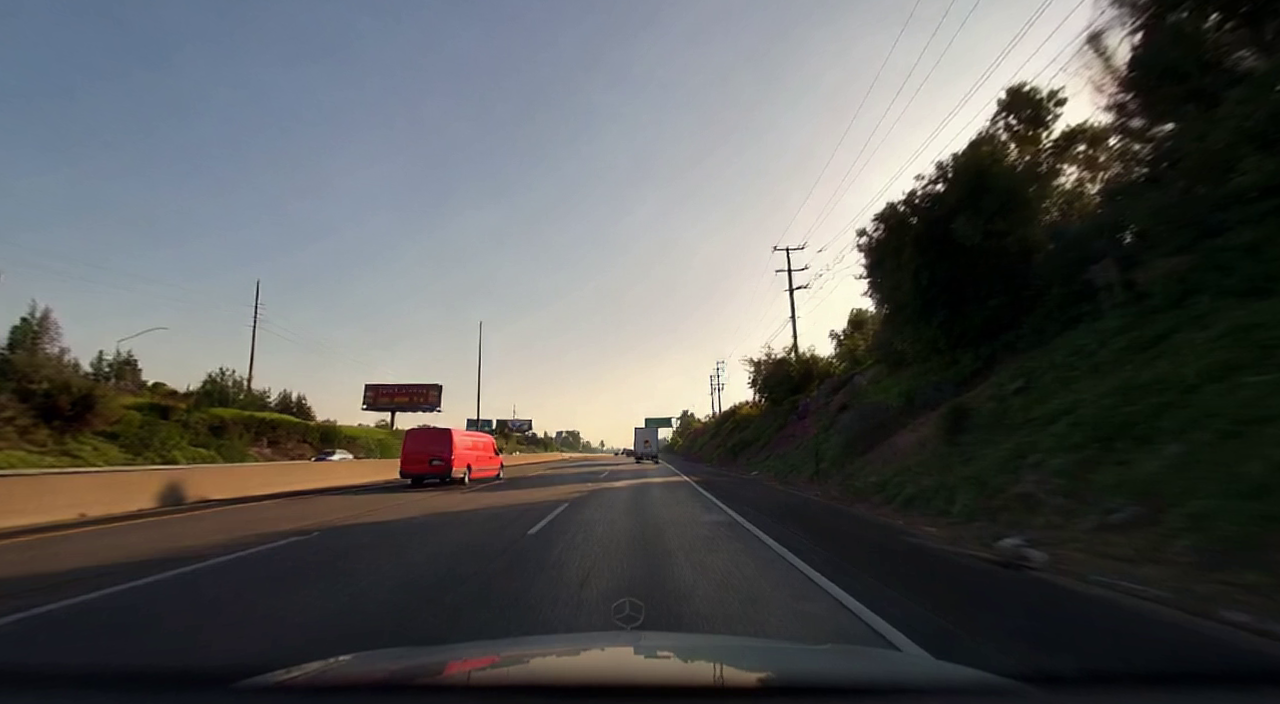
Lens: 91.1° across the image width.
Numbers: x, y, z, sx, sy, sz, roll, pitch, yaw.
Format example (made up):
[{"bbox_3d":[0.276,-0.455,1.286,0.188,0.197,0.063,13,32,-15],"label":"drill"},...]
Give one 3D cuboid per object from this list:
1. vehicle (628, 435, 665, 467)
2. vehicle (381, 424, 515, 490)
[{"bbox_3d":[0.513,7.593,48.373,2.692,2.279,5.695,0,-8,1],"label":"vehicle"},{"bbox_3d":[-6.817,3.864,23.501,2.695,2.084,6.836,0,-8,1],"label":"vehicle"}]
